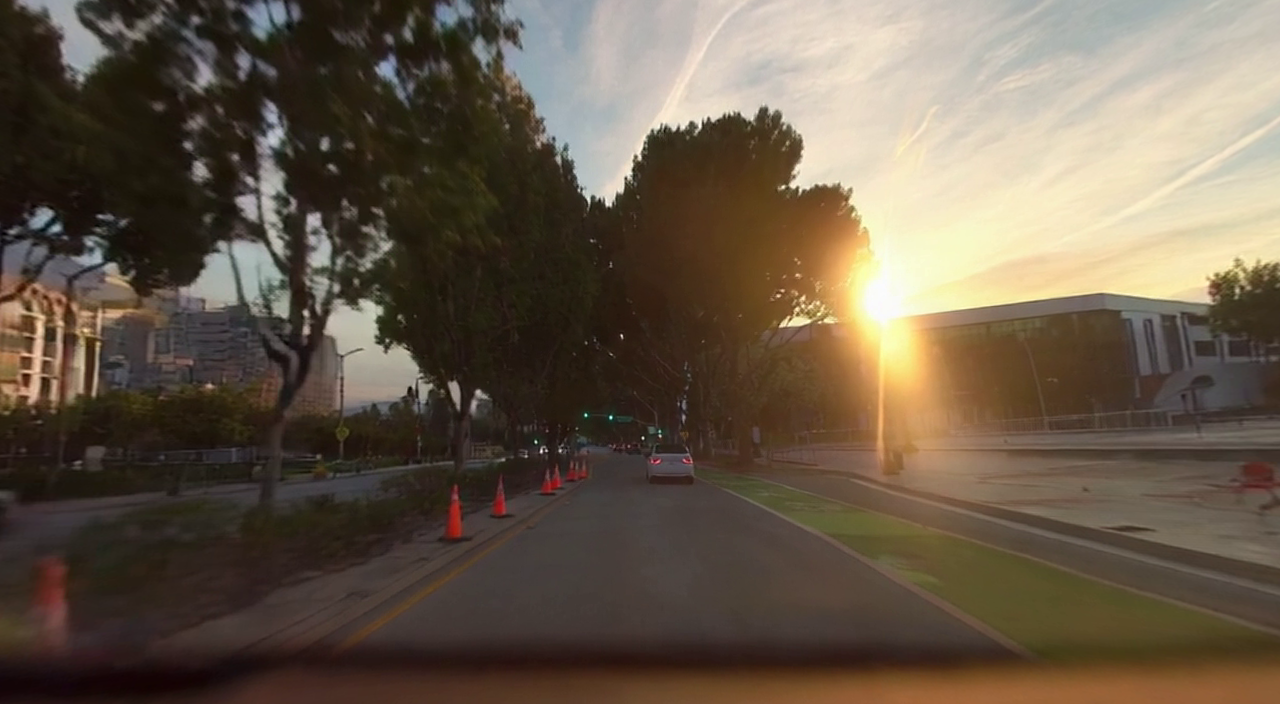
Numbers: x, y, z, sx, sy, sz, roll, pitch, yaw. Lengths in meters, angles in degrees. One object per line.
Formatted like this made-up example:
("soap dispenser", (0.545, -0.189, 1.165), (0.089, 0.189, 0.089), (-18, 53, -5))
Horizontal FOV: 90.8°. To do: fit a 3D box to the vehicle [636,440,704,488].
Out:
("vehicle", (0.945, 3.877, 22.247), (2.114, 1.493, 4.430), (0, -8, -1))
